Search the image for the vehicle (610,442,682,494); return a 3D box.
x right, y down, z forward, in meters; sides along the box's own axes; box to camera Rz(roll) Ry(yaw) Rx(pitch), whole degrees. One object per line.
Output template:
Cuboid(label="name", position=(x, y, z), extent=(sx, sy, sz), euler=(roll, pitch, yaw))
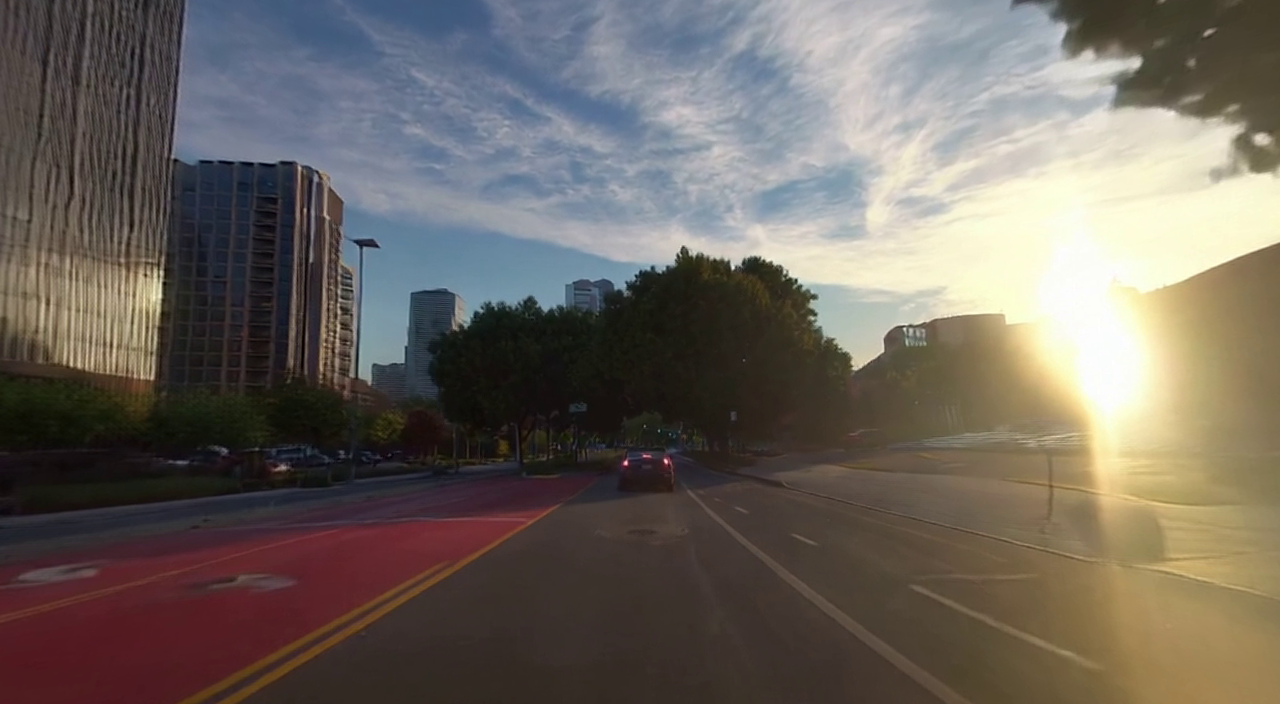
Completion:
Cuboid(label="vehicle", position=(0.158, 3.664, 20.246), extent=(2.063, 1.442, 4.135), euler=(0, -9, 0))

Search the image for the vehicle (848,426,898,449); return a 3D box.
Cuboid(label="vehicle", position=(15.780, 5.834, 42.824), extent=(1.979, 1.460, 3.848), euler=(-1, -9, 2))
